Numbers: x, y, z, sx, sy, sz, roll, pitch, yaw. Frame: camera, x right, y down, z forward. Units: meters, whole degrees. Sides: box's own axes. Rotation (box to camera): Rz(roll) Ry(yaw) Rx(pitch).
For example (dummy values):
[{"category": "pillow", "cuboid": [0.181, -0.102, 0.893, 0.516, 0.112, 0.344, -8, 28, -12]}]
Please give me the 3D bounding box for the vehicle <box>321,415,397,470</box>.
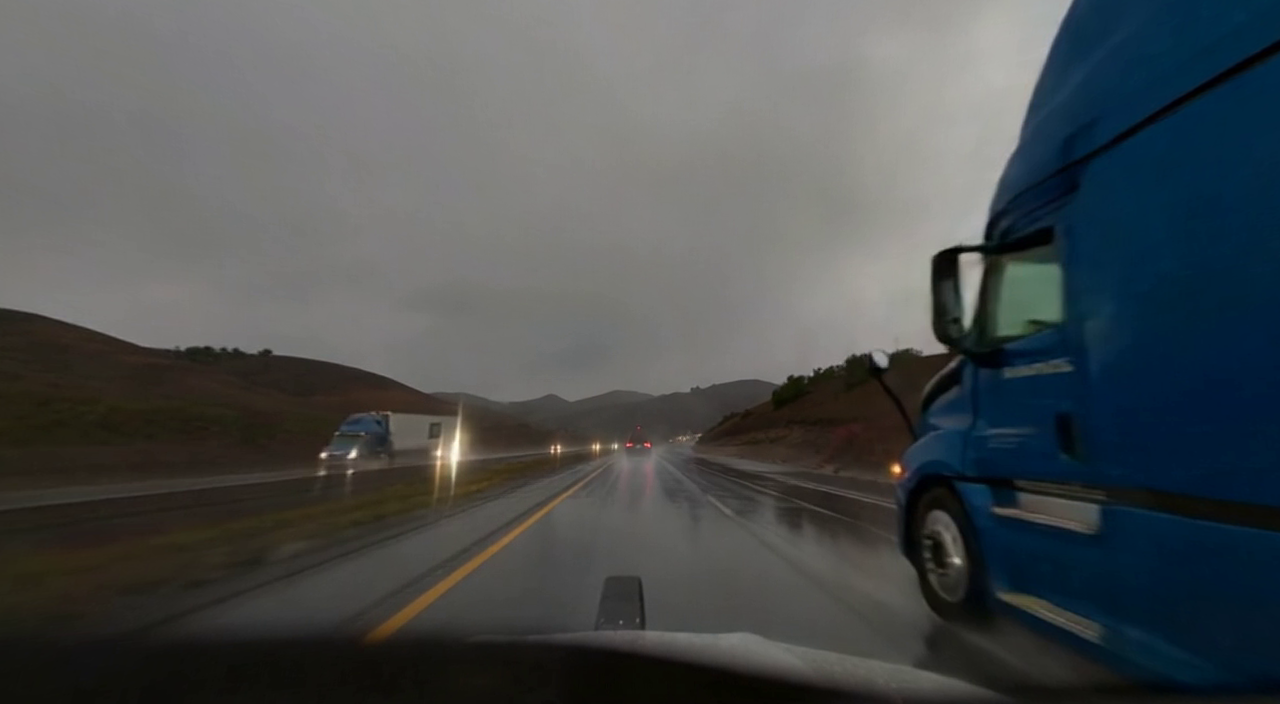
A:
[{"category": "vehicle", "cuboid": [-21.765, 7.080, 49.376, 3.037, 3.975, 6.193, 0, -8, -1]}]
